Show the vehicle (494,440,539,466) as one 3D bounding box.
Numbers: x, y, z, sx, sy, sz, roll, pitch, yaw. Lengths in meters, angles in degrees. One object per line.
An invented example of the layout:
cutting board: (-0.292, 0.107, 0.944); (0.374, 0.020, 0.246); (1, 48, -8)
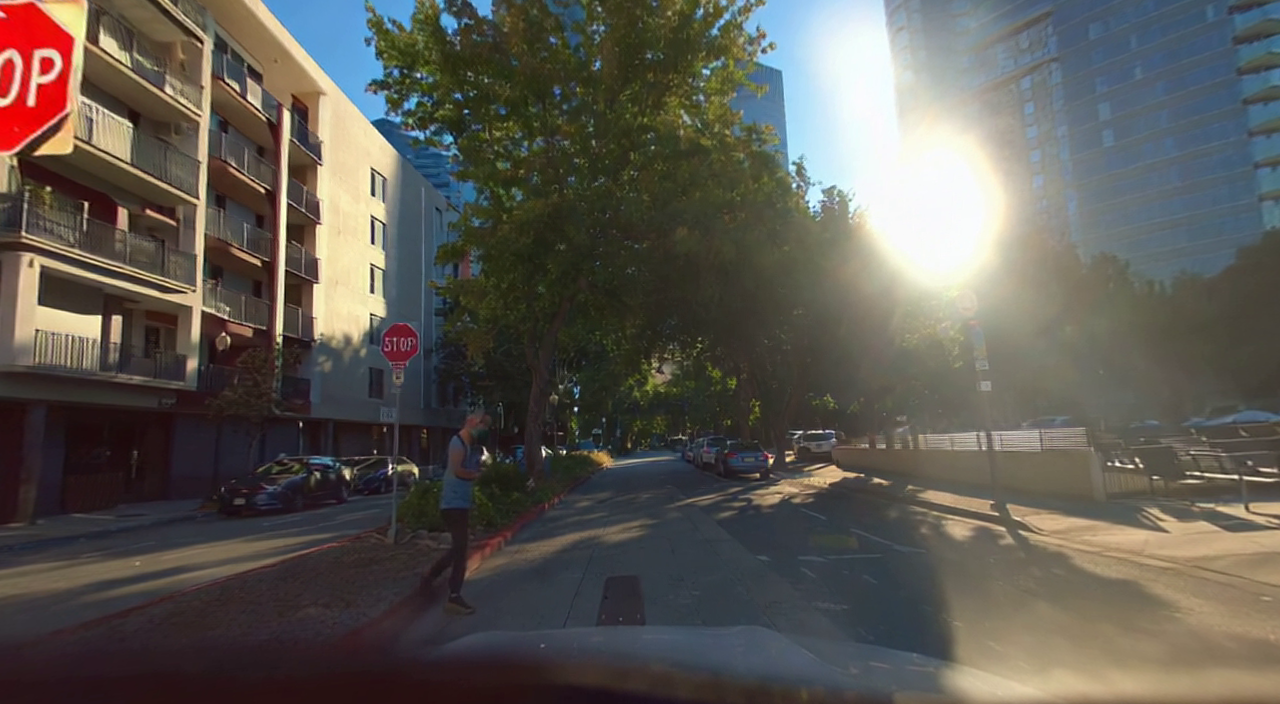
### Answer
vehicle: (-8.848, 7.271, 45.736); (2.256, 1.802, 4.333); (0, -8, 2)

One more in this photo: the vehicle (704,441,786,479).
vehicle: (4.583, 4.571, 27.112); (1.858, 1.491, 4.329); (-5, -10, 33)

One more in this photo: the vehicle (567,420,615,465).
vehicle: (-2.988, 5.766, 40.175); (2.317, 2.596, 6.053); (0, -8, 3)

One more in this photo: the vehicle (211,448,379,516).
vehicle: (-8.795, 3.308, 16.635); (2.007, 1.503, 4.343); (0, -8, -1)
